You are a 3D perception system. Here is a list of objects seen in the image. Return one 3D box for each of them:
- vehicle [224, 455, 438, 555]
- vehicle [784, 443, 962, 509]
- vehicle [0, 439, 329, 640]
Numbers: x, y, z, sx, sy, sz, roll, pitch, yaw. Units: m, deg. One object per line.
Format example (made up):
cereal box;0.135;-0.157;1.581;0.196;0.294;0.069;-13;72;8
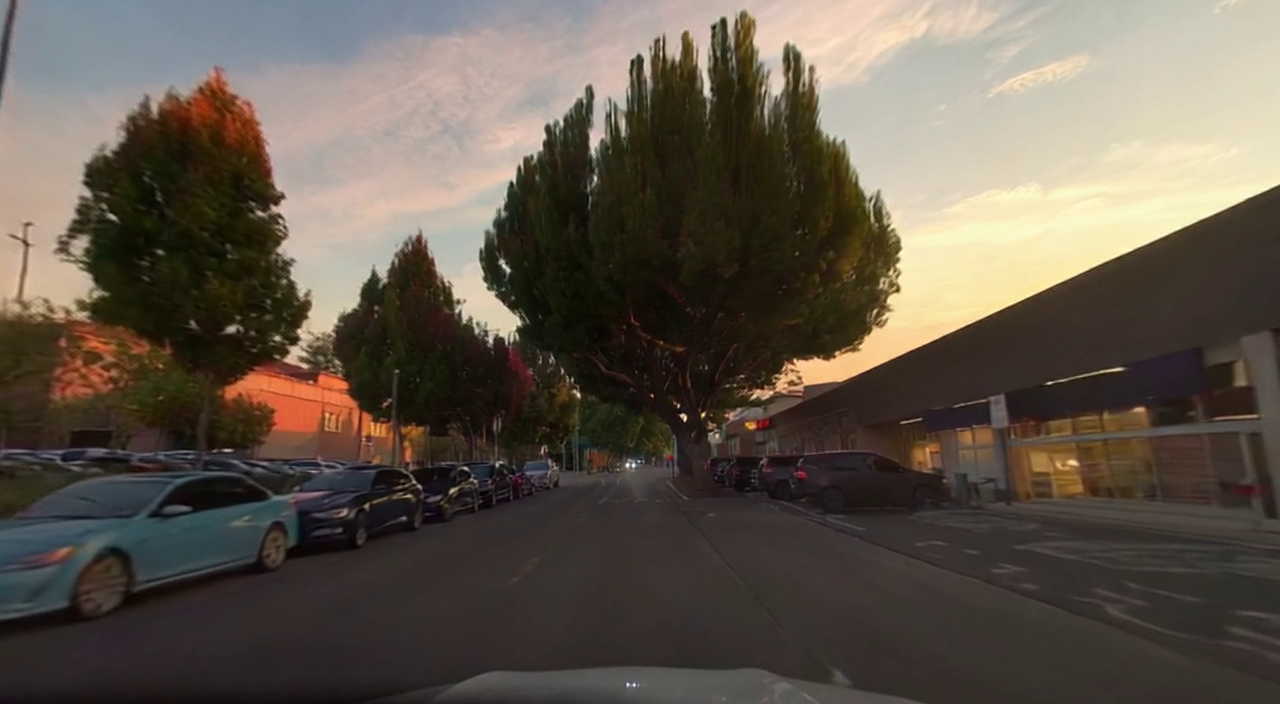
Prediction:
vehicle;-5.664;2.864;12.297;1.939;1.565;4.185;0;-11;2
vehicle;6.414;3.476;17.732;4.193;1.665;1.924;1;-11;-1
vehicle;-5.733;1.952;7.462;1.832;1.623;4.424;1;-11;-1
